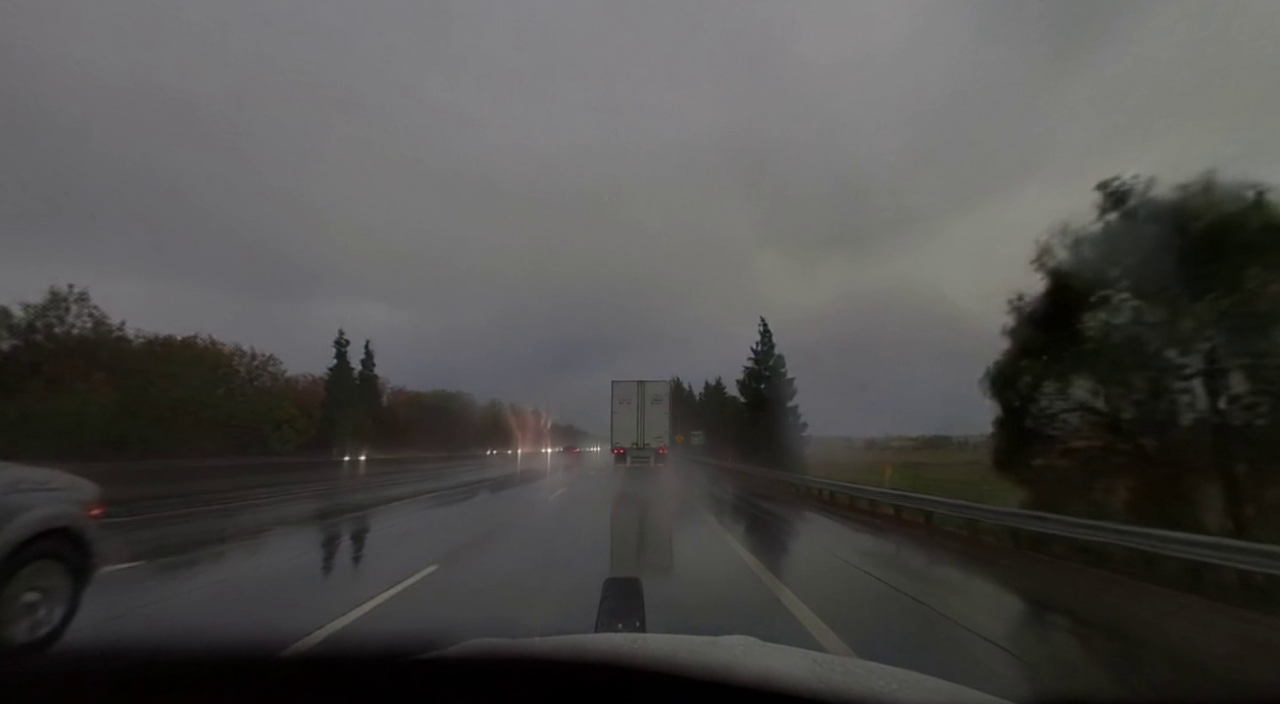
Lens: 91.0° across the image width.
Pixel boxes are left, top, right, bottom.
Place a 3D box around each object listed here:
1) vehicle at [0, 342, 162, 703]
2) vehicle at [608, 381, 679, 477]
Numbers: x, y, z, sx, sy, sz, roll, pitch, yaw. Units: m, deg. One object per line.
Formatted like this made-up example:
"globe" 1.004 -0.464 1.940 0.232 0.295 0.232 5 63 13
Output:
"vehicle" -4.290 0.650 1.558 2.285 1.833 4.984 0 -9 0
"vehicle" 0.042 4.171 32.985 3.052 4.132 11.336 0 -9 -1
